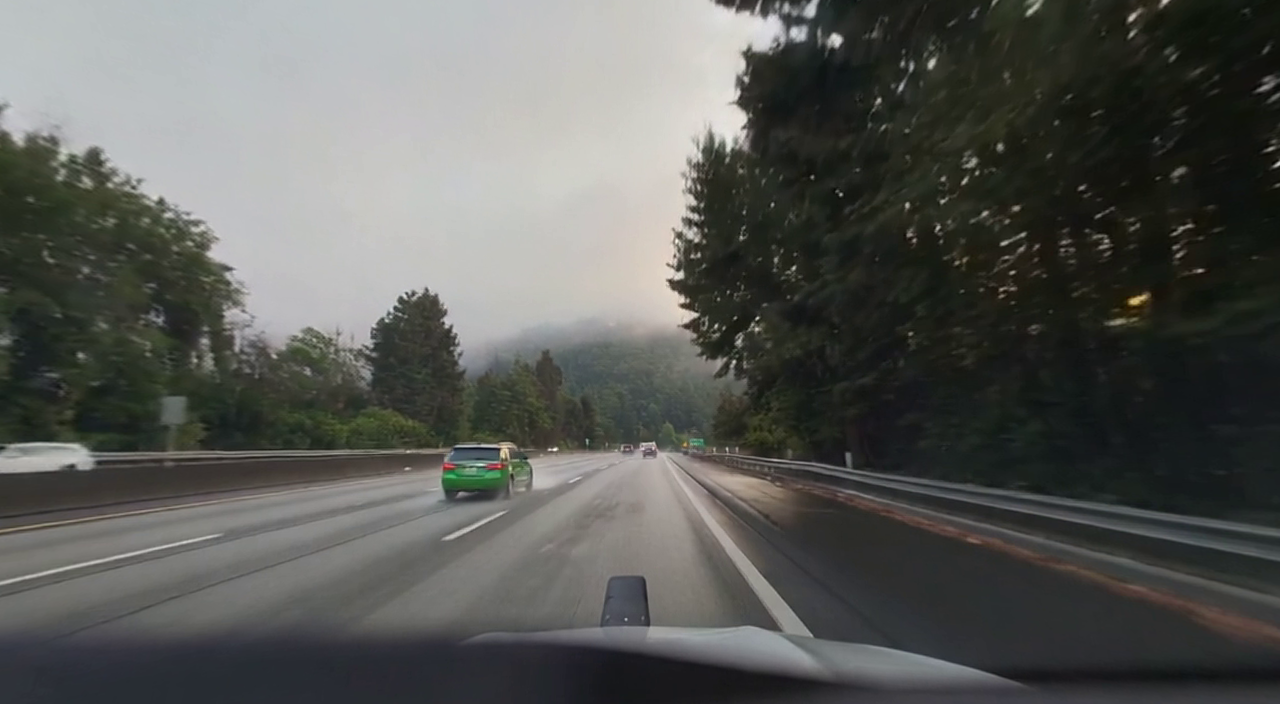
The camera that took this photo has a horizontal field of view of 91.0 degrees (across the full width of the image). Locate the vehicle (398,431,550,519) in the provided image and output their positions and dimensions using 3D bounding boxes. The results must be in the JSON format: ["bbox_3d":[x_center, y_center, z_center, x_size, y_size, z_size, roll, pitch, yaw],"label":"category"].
[{"bbox_3d":[-3.300,2.533,13.573,2.015,1.561,4.469,0,-8,1],"label":"vehicle"}]

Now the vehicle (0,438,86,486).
[{"bbox_3d":[-23.051,3.966,22.739,1.868,1.620,4.490,-1,-8,1],"label":"vehicle"}]
